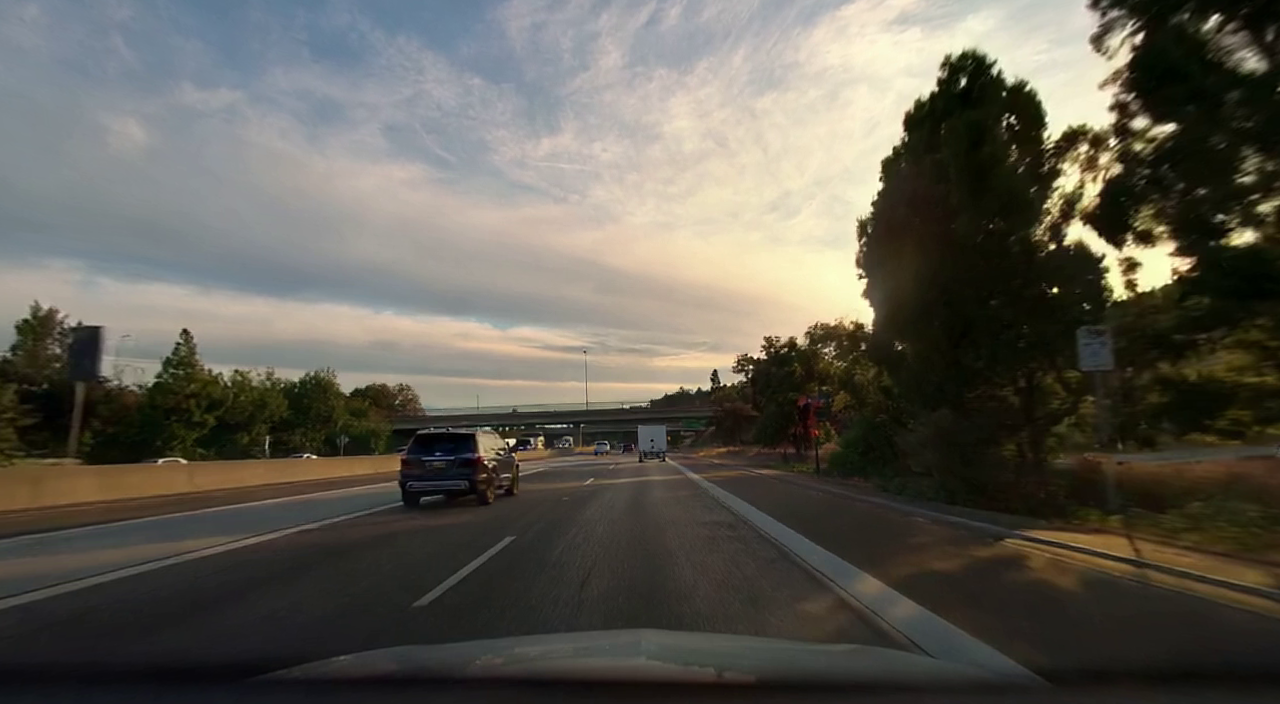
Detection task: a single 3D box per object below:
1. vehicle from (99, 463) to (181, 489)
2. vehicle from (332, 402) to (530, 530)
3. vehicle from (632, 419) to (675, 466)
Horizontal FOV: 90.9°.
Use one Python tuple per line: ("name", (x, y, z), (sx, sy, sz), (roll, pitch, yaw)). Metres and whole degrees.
("vehicle", (-35.585, 8.816, 45.015), (1.845, 1.578, 4.857), (0, -9, 0))
("vehicle", (-3.966, 2.322, 13.317), (2.233, 2.093, 5.565), (0, -9, 0))
("vehicle", (0.837, 6.480, 44.902), (2.790, 3.075, 7.414), (0, -9, -1))
